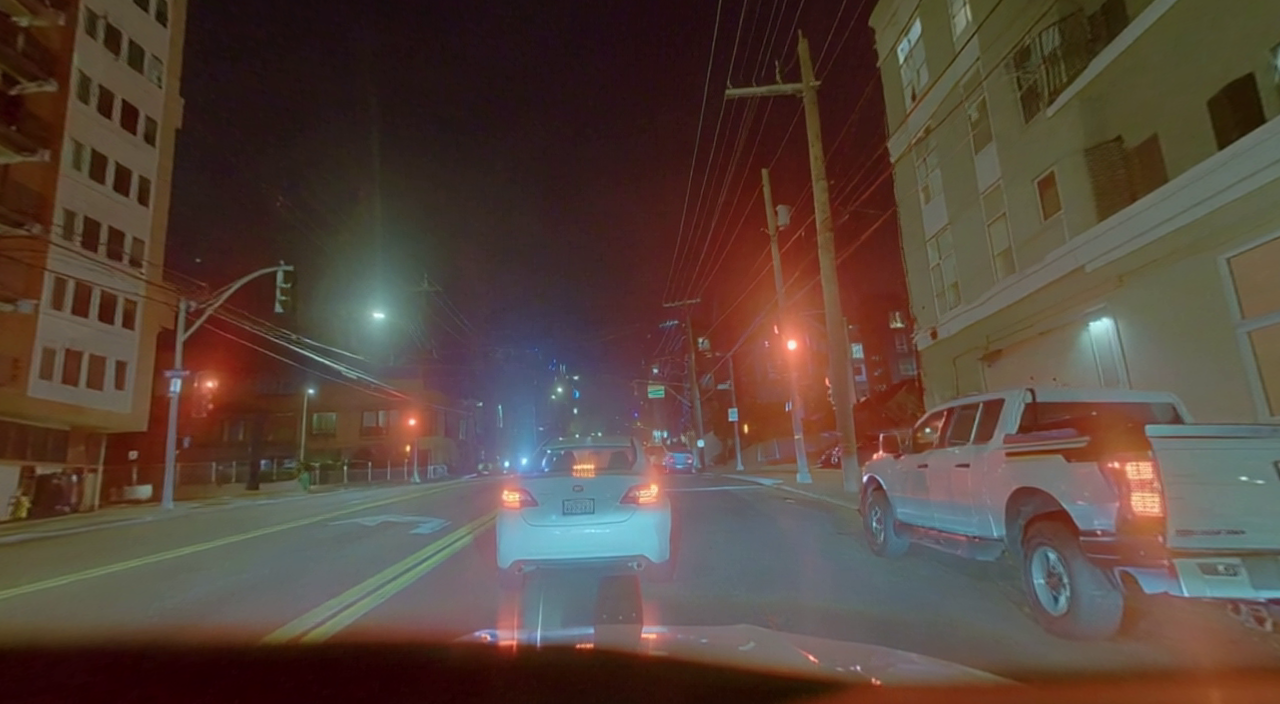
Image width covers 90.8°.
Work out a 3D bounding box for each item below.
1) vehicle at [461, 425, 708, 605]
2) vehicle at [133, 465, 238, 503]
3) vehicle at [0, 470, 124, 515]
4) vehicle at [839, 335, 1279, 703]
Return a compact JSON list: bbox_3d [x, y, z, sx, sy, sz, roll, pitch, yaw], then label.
[{"bbox_3d":[-0.479,1.649,7.314,2.019,1.453,4.129,0,-8,-1],"label":"vehicle"},{"bbox_3d":[-25.350,7.378,35.351,4.337,1.739,1.981,-5,-11,1],"label":"vehicle"},{"bbox_3d":[-24.765,6.000,27.002,3.891,1.538,1.698,-5,-11,0],"label":"vehicle"},{"bbox_3d":[3.826,1.235,5.914,2.248,1.945,5.011,0,-8,0],"label":"vehicle"}]
